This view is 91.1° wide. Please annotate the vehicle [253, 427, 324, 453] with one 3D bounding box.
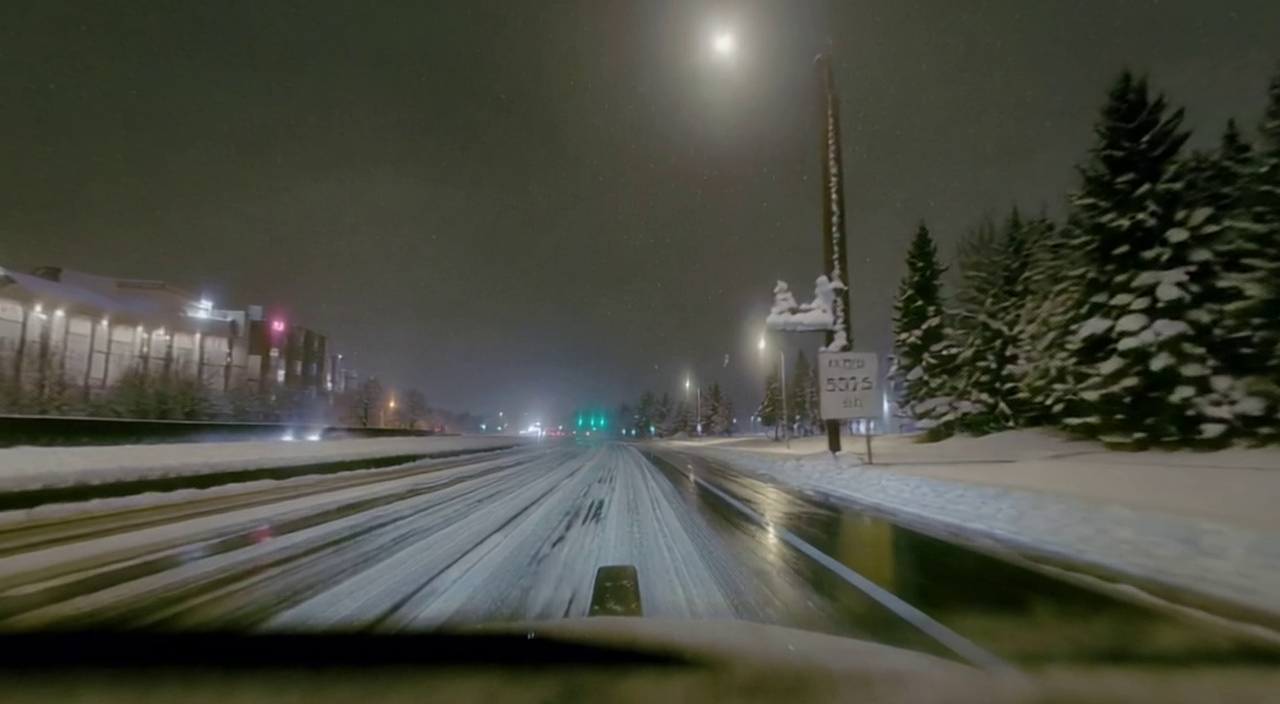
[{"bbox_3d":[-21.457,5.407,38.629,1.826,1.483,4.553,0,-8,-1],"label":"vehicle"}]
